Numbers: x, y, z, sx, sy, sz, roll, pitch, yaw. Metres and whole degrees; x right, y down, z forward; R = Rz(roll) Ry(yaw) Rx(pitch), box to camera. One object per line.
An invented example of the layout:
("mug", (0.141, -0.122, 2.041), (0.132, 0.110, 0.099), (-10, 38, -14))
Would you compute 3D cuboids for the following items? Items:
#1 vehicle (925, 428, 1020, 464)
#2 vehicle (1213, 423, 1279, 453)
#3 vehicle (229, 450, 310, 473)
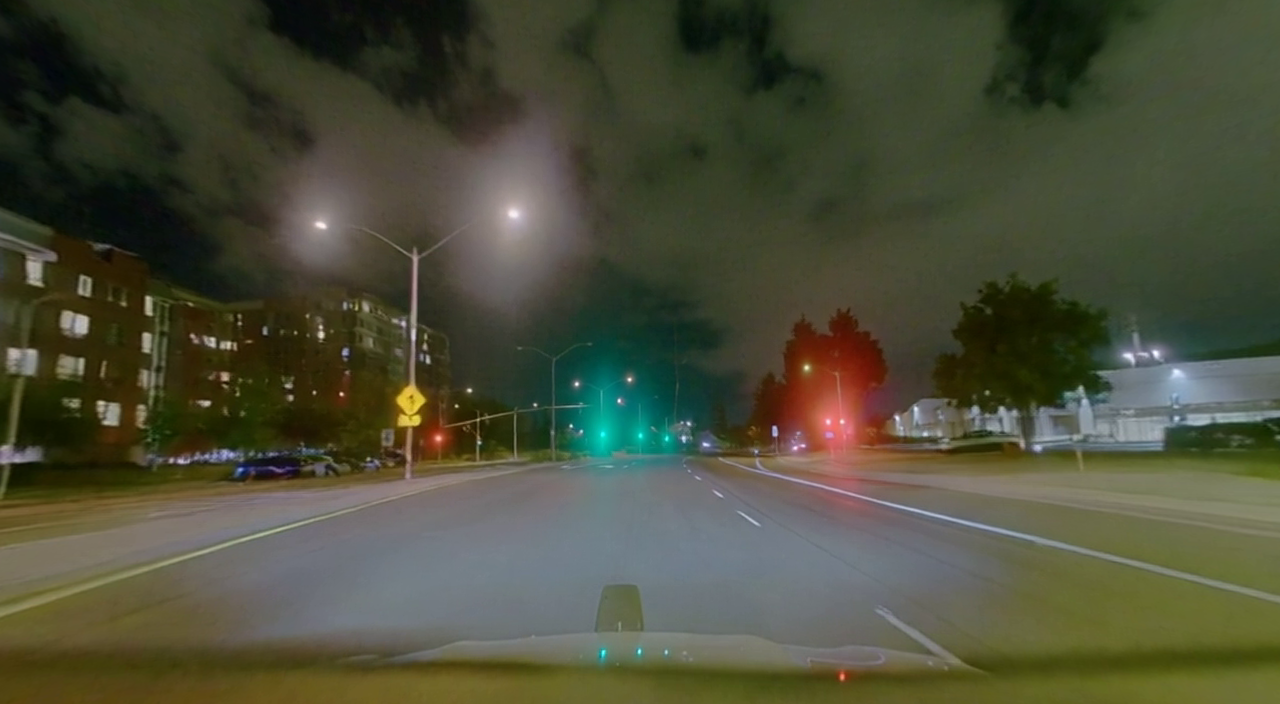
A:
("vehicle", (19.609, 5.573, 37.533), (2.074, 1.959, 4.793), (3, -9, -18))
("vehicle", (31.955, 4.381, 32.213), (1.574, 1.448, 3.558), (3, -9, -23))
("vehicle", (-28.467, 8.396, 48.653), (4.913, 1.677, 2.032), (0, -9, -1))
